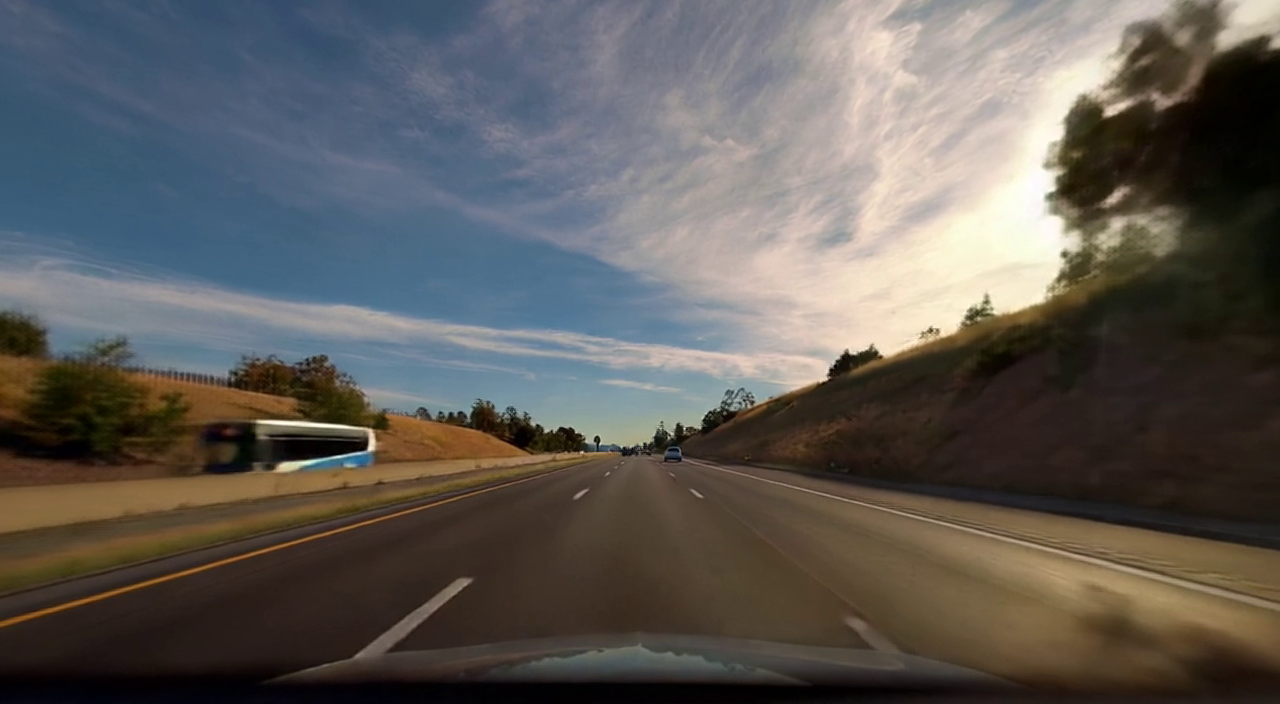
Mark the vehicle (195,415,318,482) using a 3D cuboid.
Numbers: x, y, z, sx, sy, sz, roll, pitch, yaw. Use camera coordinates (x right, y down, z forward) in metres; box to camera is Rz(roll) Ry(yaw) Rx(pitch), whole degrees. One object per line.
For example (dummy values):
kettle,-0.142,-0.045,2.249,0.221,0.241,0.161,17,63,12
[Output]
vehicle,-20.752,5.277,34.610,2.938,3.294,5.899,0,-9,0
